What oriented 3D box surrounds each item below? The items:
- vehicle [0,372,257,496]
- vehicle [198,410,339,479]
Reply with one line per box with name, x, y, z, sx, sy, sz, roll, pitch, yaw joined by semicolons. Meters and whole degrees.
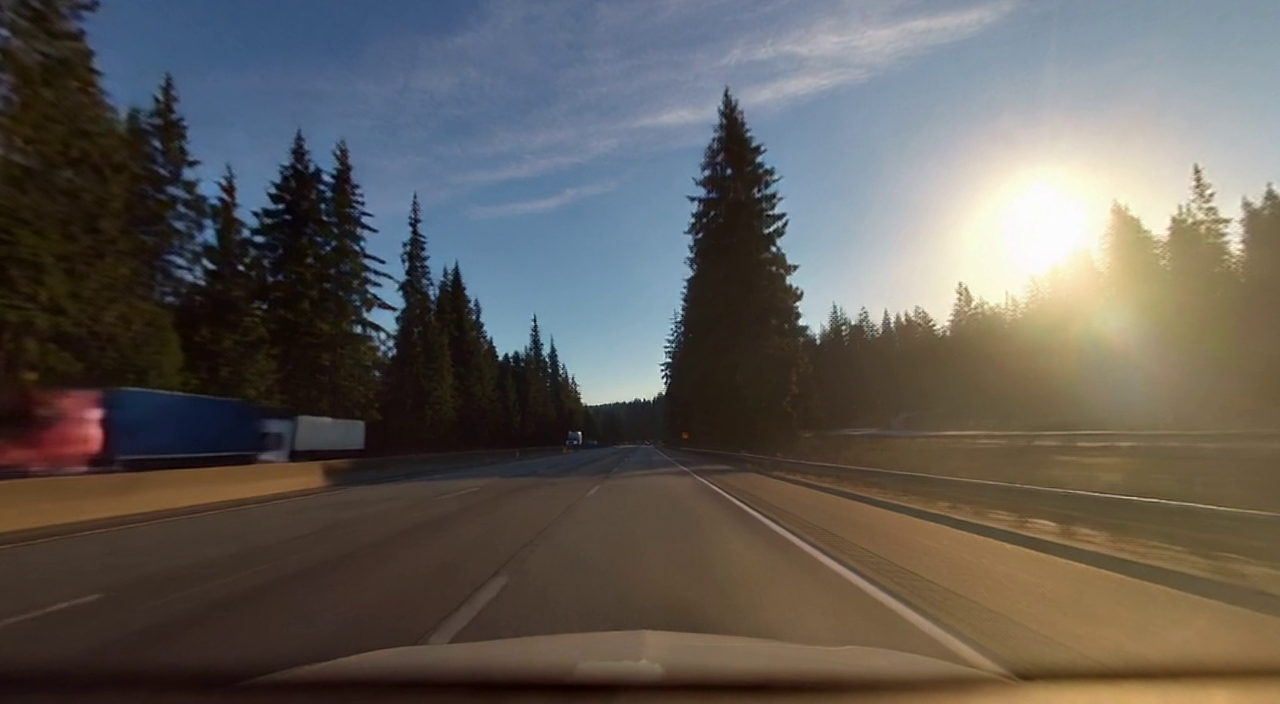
vehicle;-17.123;2.800;21.234;2.750;3.286;8.975;0;-8;0
vehicle;-17.054;4.311;29.528;3.035;2.895;5.629;0;-8;1
